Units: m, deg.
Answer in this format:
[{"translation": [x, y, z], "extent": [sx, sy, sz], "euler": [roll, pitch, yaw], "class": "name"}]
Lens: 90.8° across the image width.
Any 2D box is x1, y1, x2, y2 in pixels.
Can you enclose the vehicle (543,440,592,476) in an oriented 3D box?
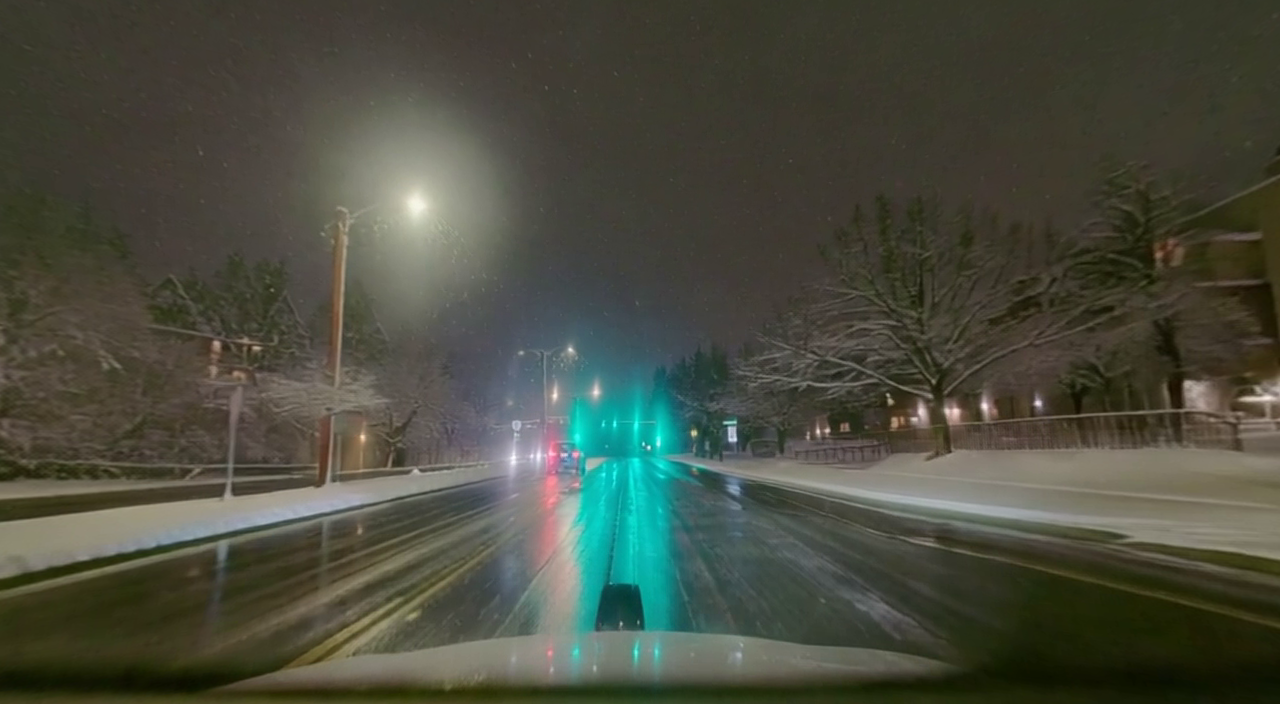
[{"translation": [-3.713, 5.467, 32.939], "extent": [1.993, 1.733, 4.262], "euler": [0, -8, 1], "class": "vehicle"}]
